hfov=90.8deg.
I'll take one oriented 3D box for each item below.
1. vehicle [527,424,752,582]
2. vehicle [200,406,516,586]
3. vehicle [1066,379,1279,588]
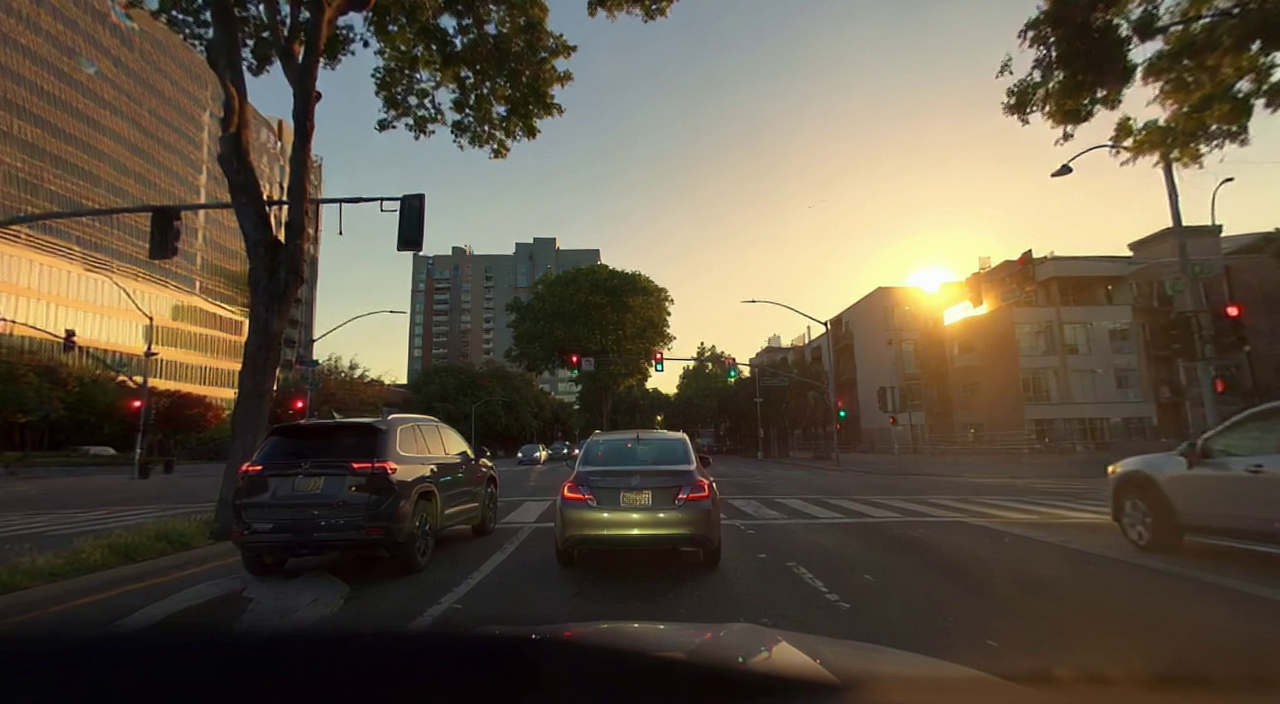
[{"bbox_3d":[0.016,1.765,8.157,2.190,1.522,3.850,0,-8,1],"label":"vehicle"},{"bbox_3d":[-3.167,1.717,8.387,2.081,1.719,4.434,0,-8,1],"label":"vehicle"},{"bbox_3d":[6.715,1.181,5.685,2.079,1.828,5.323,0,-8,1],"label":"vehicle"}]
